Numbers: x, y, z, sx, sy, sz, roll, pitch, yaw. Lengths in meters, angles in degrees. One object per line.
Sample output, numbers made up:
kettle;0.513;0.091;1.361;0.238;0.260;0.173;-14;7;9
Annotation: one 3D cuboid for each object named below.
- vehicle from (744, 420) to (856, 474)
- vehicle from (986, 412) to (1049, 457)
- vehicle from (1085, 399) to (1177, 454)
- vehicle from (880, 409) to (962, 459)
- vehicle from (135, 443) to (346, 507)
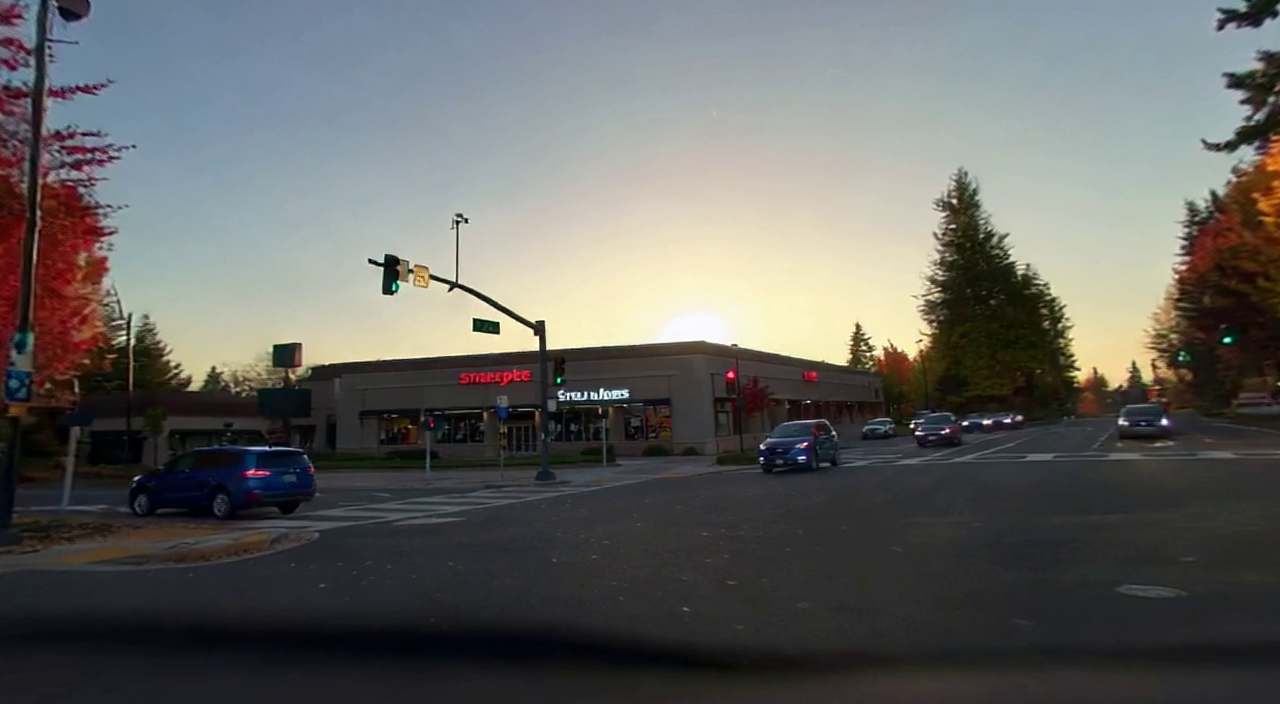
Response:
vehicle;6.784;3.850;26.231;2.524;1.834;5.787;-6;-7;35
vehicle;15.954;3.510;26.517;1.991;1.688;4.793;-6;-10;32
vehicle;19.379;3.056;25.186;2.402;1.924;5.826;-6;-10;34
vehicle;12.243;3.587;27.287;2.331;1.971;4.946;-6;-10;33
vehicle;-12.199;3.749;19.522;5.110;1.814;2.146;-1;-8;3
